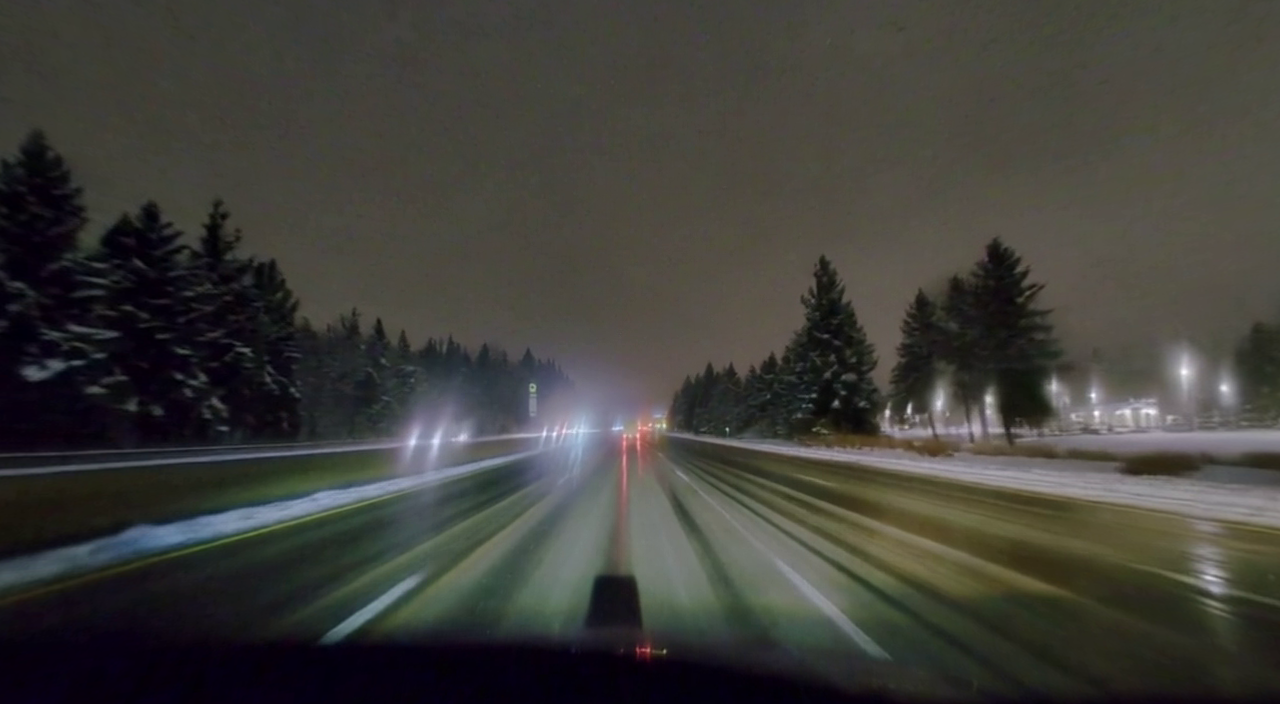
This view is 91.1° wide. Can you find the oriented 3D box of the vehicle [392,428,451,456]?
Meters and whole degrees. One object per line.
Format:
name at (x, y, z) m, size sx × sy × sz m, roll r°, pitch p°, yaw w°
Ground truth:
vehicle at (-13.241, 5.458, 38.375) m, size 1.949 × 1.576 × 4.484 m, roll 0°, pitch -7°, yaw 0°
